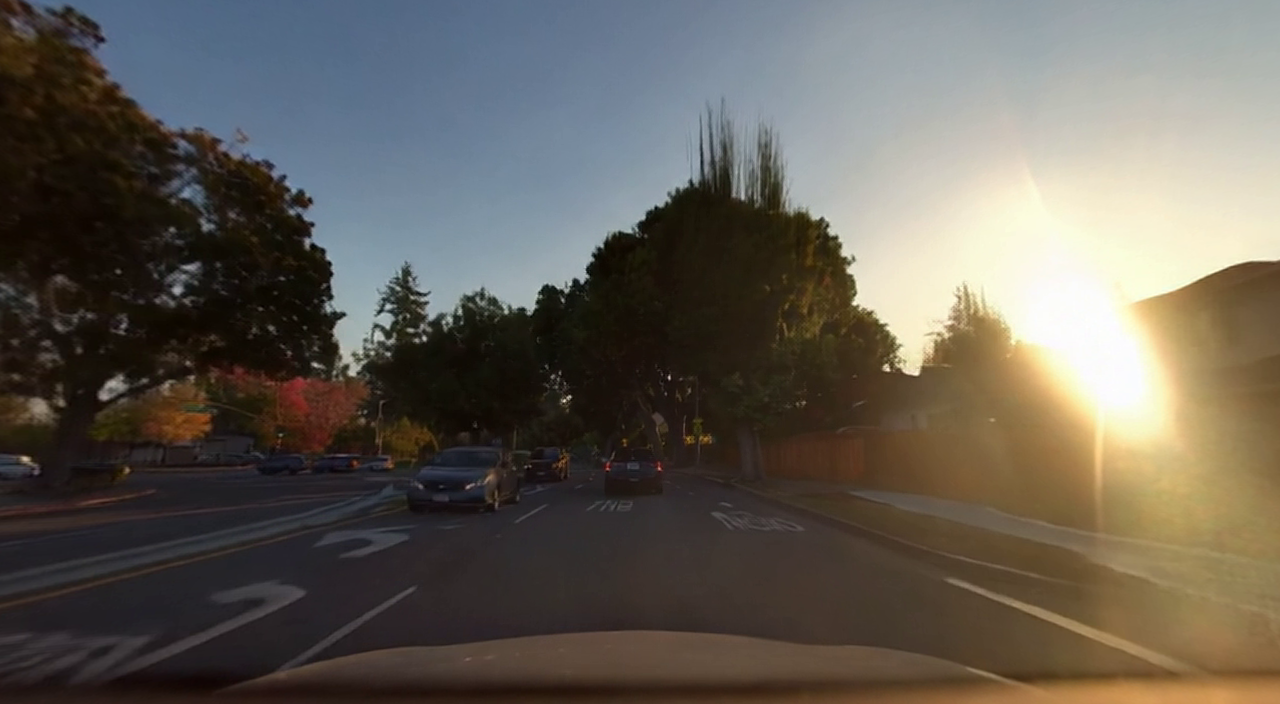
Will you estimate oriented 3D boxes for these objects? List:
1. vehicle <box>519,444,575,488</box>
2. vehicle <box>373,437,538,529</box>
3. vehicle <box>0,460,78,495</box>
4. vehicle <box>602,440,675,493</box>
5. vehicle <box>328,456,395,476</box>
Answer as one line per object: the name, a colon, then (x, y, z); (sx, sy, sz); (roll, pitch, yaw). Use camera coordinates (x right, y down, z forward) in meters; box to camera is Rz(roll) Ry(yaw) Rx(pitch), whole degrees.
vehicle: (-3.536, 4.401, 24.527); (1.986, 1.561, 3.805); (1, -9, -6)
vehicle: (-3.797, 2.752, 14.058); (2.067, 1.546, 4.988); (2, -7, 1)
vehicle: (-32.019, 6.340, 31.762); (4.724, 1.597, 2.191); (2, -9, -14)
vehicle: (-0.135, 3.902, 21.798); (2.290, 1.653, 4.127); (0, -9, -2)
vehicle: (-21.599, 8.824, 48.715); (4.197, 1.447, 2.071); (-1, -9, 9)
